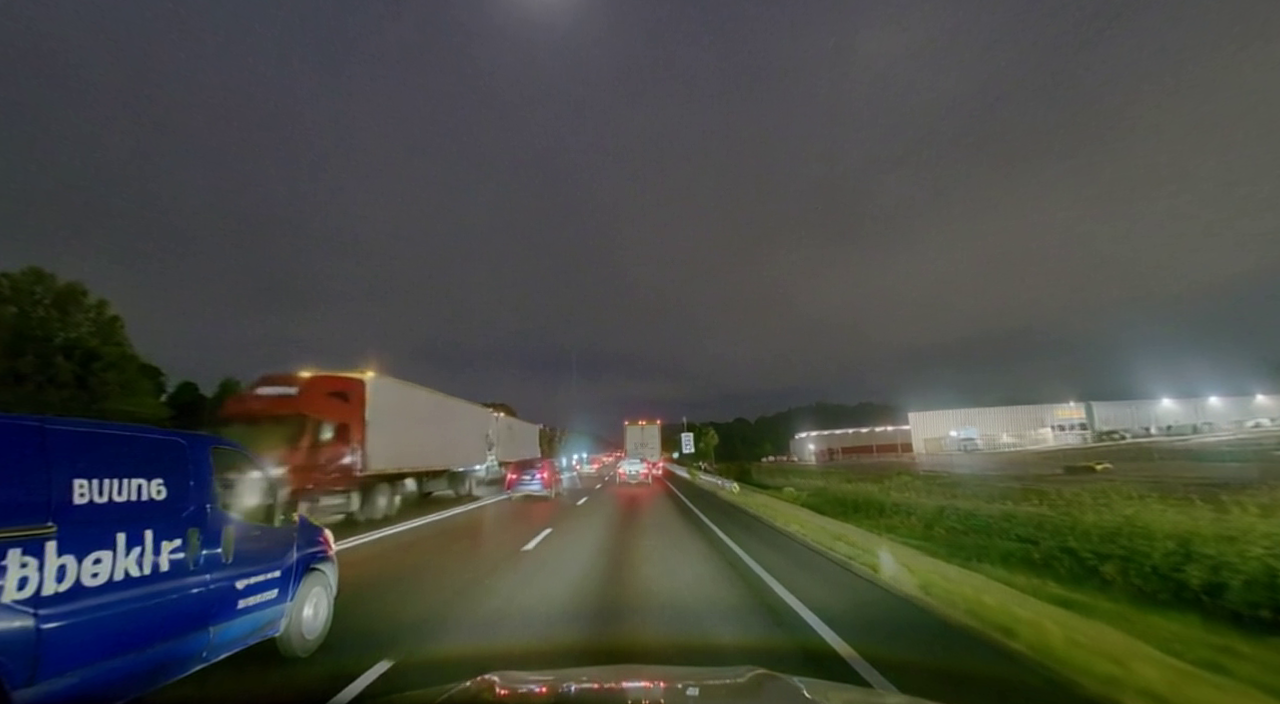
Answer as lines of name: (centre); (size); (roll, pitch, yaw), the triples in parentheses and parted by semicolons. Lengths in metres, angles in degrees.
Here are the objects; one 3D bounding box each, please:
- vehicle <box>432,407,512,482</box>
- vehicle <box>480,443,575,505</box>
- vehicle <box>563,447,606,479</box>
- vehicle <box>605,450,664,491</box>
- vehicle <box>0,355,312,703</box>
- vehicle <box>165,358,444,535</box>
vehicle: (-9.679, 5.451, 37.075); (3.024, 4.011, 5.853); (0, -9, 0)
vehicle: (-3.151, 3.501, 18.559); (1.937, 1.600, 4.141); (0, -9, 1)
vehicle: (-3.023, 6.170, 35.243); (1.994, 1.663, 4.047); (0, -9, 1)
vehicle: (-0.195, 4.488, 24.241); (2.095, 1.393, 3.908); (0, -9, 0)
vehicle: (-3.107, 0.789, 1.521); (2.117, 1.688, 4.582); (0, -9, 1)
vehicle: (-6.888, 2.117, 14.376); (2.633, 3.064, 6.542); (-1, -8, 1)
